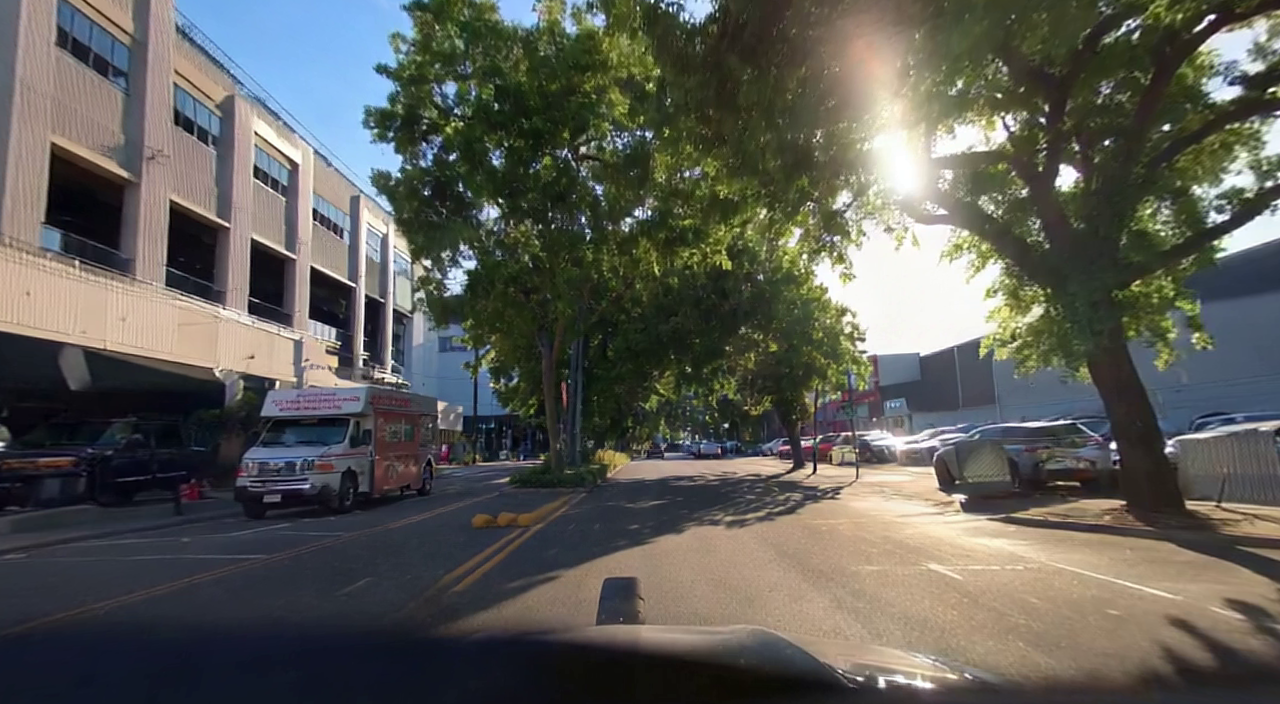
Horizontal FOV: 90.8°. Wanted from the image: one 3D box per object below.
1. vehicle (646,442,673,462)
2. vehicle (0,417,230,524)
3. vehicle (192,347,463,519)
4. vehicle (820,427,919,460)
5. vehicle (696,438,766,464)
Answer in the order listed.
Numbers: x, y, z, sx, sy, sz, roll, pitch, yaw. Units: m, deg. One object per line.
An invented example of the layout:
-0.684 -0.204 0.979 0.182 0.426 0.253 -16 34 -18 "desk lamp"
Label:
1.473 7.714 48.980 2.046 1.445 4.001 0 -8 0 "vehicle"
-10.972 2.292 12.806 1.944 1.742 4.657 -1 -8 4 "vehicle"
-6.875 2.036 15.492 2.968 3.222 7.036 -1 -9 0 "vehicle"
14.875 5.967 41.202 5.540 2.045 2.259 0 -8 0 "vehicle"
6.434 6.959 44.396 4.626 1.723 1.939 5 -10 -31 "vehicle"
